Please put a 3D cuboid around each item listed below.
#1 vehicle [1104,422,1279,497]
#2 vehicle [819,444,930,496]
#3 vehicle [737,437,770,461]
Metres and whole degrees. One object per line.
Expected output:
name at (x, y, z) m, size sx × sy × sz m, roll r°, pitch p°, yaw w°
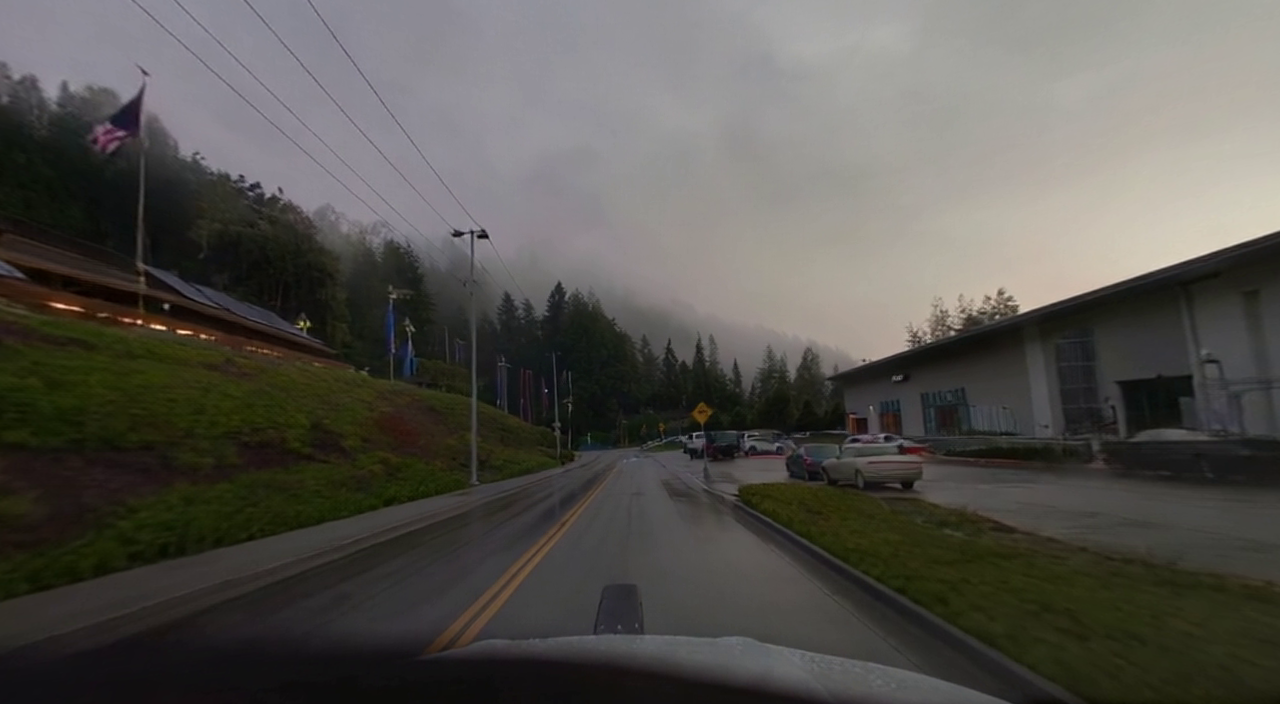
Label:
vehicle at (14.887, 2.760, 16.400) m, size 1.947 × 1.657 × 4.314 m, roll 1°, pitch -9°, yaw -6°
vehicle at (7.423, 3.772, 20.396) m, size 1.909 × 1.496 × 4.079 m, roll 0°, pitch -9°, yaw -2°
vehicle at (8.923, 7.652, 49.576) m, size 1.924 × 1.713 × 4.627 m, roll -1°, pitch -9°, yaw 3°
